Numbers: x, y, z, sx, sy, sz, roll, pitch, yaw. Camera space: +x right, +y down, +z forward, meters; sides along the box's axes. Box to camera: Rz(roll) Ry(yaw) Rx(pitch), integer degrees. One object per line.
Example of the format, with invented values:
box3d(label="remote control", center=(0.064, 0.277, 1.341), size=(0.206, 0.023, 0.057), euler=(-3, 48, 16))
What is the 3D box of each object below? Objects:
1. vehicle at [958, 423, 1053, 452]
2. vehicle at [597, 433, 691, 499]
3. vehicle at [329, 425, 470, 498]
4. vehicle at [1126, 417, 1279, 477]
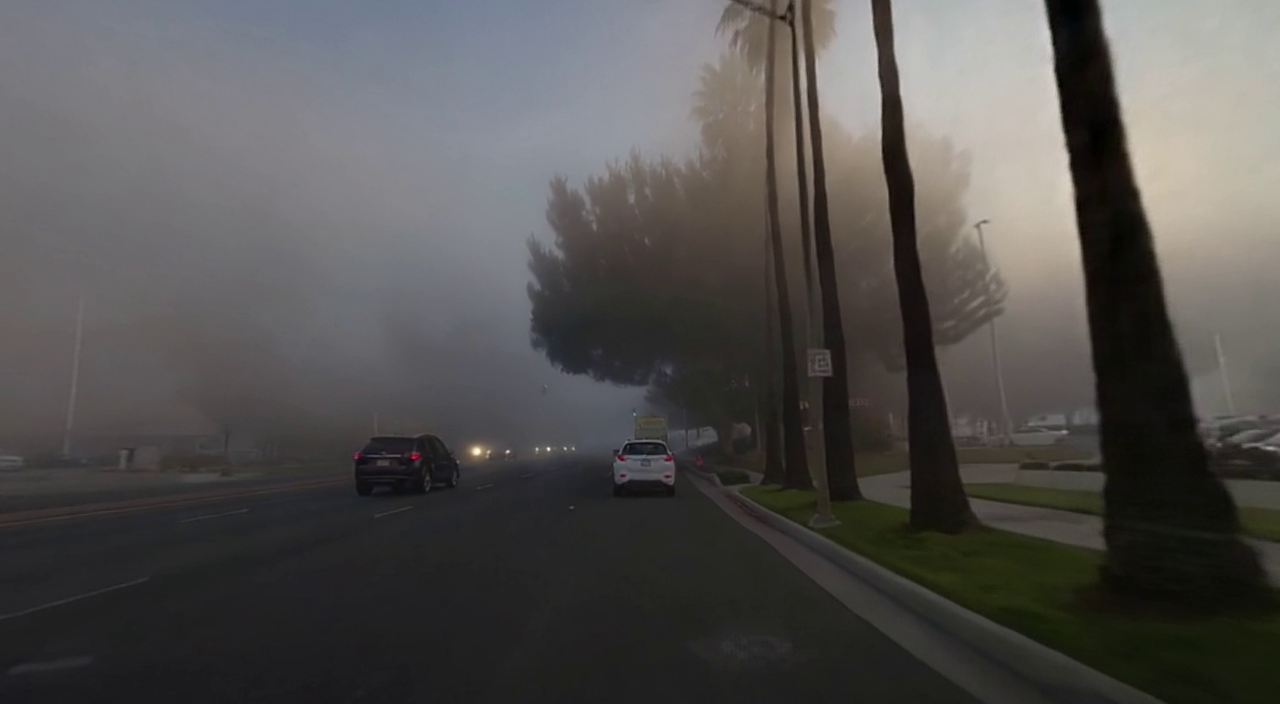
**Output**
box3d(label="vehicle", center=(26.500, 6.194, 45.627), size=(5.769, 1.925, 2.364), euler=(1, -7, -13))
box3d(label="vehicle", center=(0.091, 2.937, 16.573), size=(2.145, 1.483, 4.453), euler=(0, -8, 0))
box3d(label="vehicle", center=(-6.330, 2.939, 17.207), size=(2.057, 1.705, 4.394), euler=(0, -8, 1))
box3d(label="vehicle", center=(16.691, 2.726, 18.113), size=(1.902, 1.502, 4.395), euler=(0, -8, 3))
